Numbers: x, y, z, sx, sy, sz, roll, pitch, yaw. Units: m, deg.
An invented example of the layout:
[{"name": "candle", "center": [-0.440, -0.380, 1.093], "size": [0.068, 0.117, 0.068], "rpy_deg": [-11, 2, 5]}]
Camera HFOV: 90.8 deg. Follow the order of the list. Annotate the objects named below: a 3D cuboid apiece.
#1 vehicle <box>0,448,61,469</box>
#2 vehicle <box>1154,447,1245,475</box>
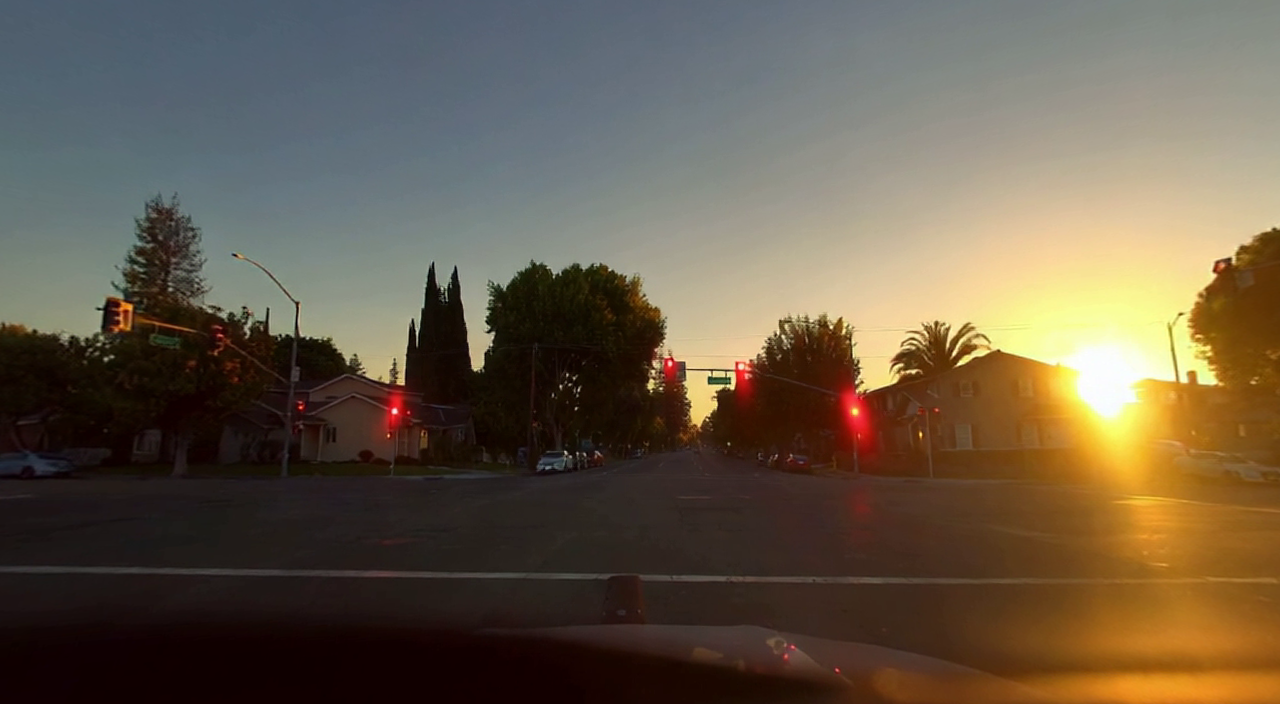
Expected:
[{"name": "vehicle", "center": [-44.294, 7.615, 45.193], "size": [3.949, 1.422, 1.744], "rpy_deg": [0, -9, 1]}, {"name": "vehicle", "center": [36.775, 7.157, 41.707], "size": [1.853, 1.723, 4.460], "rpy_deg": [0, -9, 0]}]
